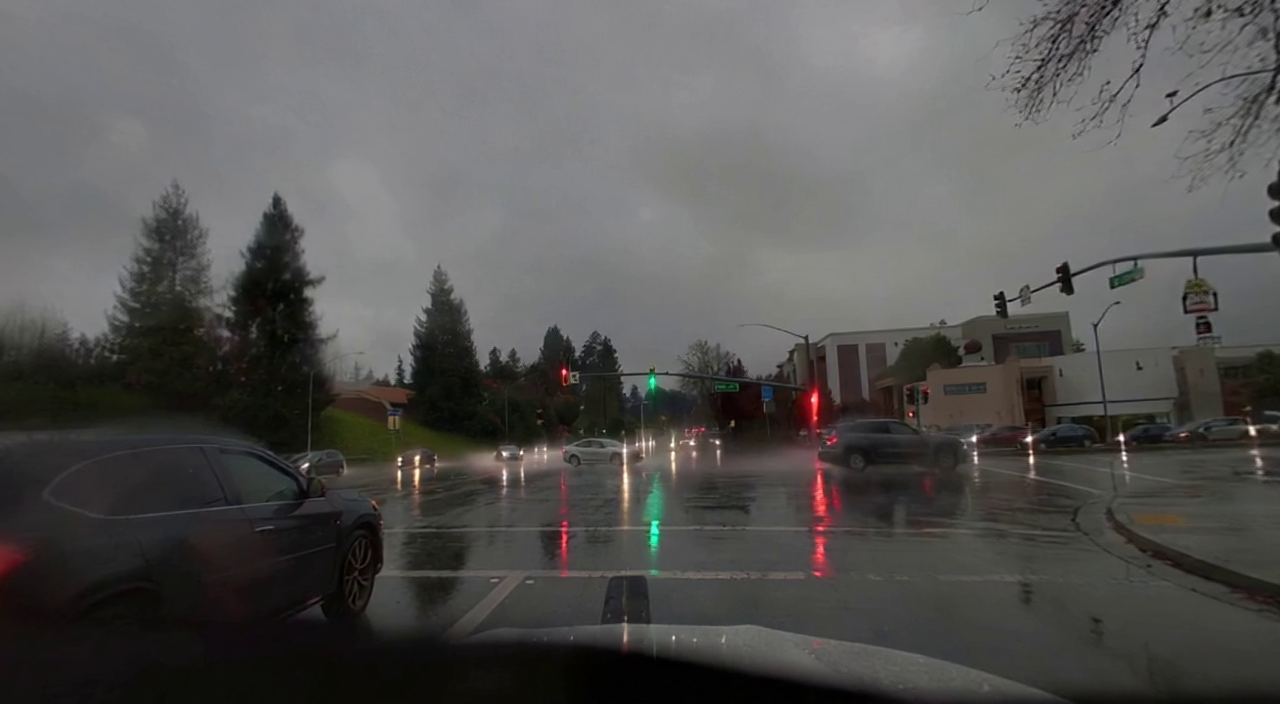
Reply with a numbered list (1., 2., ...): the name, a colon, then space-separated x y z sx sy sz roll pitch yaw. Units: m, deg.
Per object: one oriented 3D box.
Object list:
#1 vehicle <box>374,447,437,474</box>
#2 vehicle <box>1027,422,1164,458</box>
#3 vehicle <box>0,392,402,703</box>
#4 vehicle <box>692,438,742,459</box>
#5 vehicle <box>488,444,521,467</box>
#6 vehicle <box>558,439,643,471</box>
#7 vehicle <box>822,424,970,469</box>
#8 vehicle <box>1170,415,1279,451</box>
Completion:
1. vehicle: -14.161 6.554 38.329 1.920 1.489 4.415 -1 -8 3
2. vehicle: 19.946 3.866 27.737 4.552 1.492 2.002 0 -9 -4
3. vehicle: -2.952 0.986 2.713 1.924 1.482 4.734 0 -8 1
4. vehicle: 5.814 7.412 48.299 1.868 1.495 4.467 3 -9 -21
5. vehicle: -9.088 6.955 42.525 1.841 1.450 4.364 1 -9 -8
6. vehicle: -2.050 5.155 31.788 1.986 1.478 4.180 8 -12 -44
7. vehicle: 10.156 3.814 25.422 5.268 1.687 1.942 -3 -9 18
8. vehicle: 26.858 3.657 28.403 4.240 1.540 1.944 0 -9 -4
